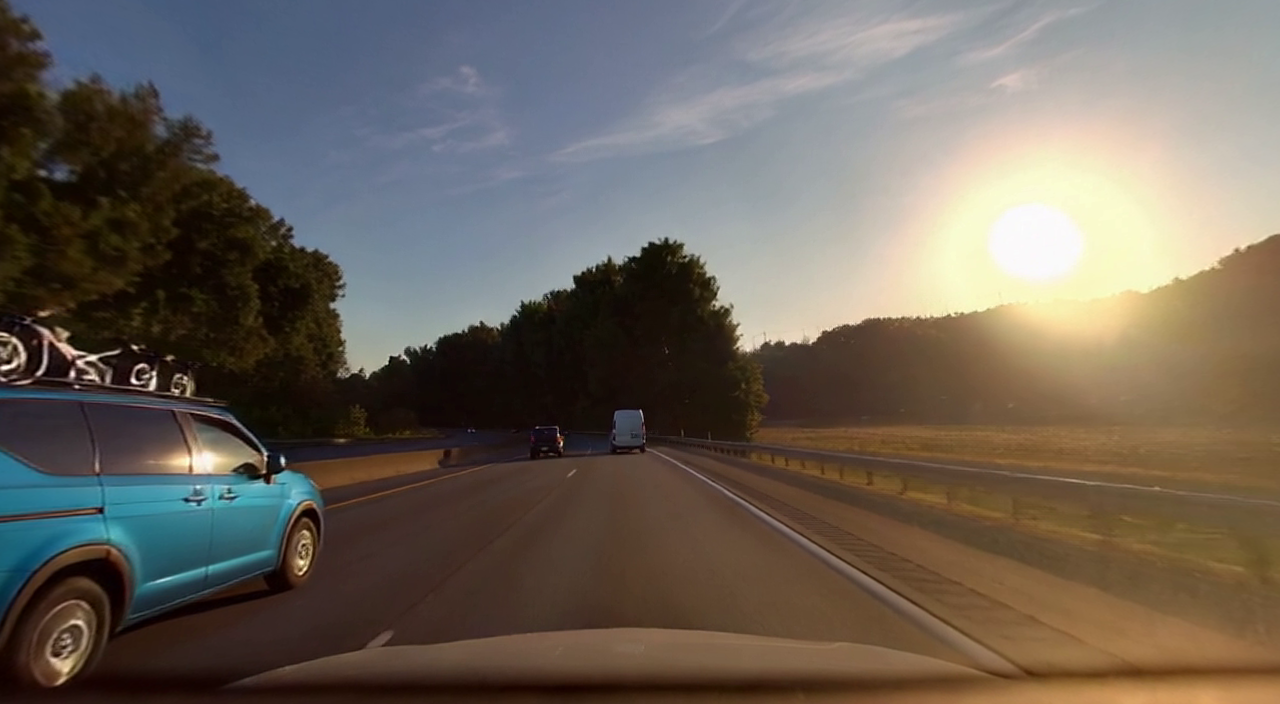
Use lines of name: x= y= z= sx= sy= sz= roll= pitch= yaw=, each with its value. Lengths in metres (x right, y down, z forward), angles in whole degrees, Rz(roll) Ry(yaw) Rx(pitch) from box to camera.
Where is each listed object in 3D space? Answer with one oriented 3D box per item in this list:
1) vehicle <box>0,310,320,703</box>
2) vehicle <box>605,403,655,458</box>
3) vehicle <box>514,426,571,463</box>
vehicle: x=-3.619 y=0.734 z=2.702 sx=2.069 sy=1.751 sz=4.720 roll=0 pitch=-8 yaw=-1
vehicle: x=-0.682 y=4.574 z=36.459 sx=2.647 sy=2.896 sz=6.480 roll=1 pitch=-8 yaw=-3
vehicle: x=-4.609 y=4.429 z=30.446 sx=2.110 sy=1.636 sz=4.453 roll=0 pitch=-8 yaw=-1
